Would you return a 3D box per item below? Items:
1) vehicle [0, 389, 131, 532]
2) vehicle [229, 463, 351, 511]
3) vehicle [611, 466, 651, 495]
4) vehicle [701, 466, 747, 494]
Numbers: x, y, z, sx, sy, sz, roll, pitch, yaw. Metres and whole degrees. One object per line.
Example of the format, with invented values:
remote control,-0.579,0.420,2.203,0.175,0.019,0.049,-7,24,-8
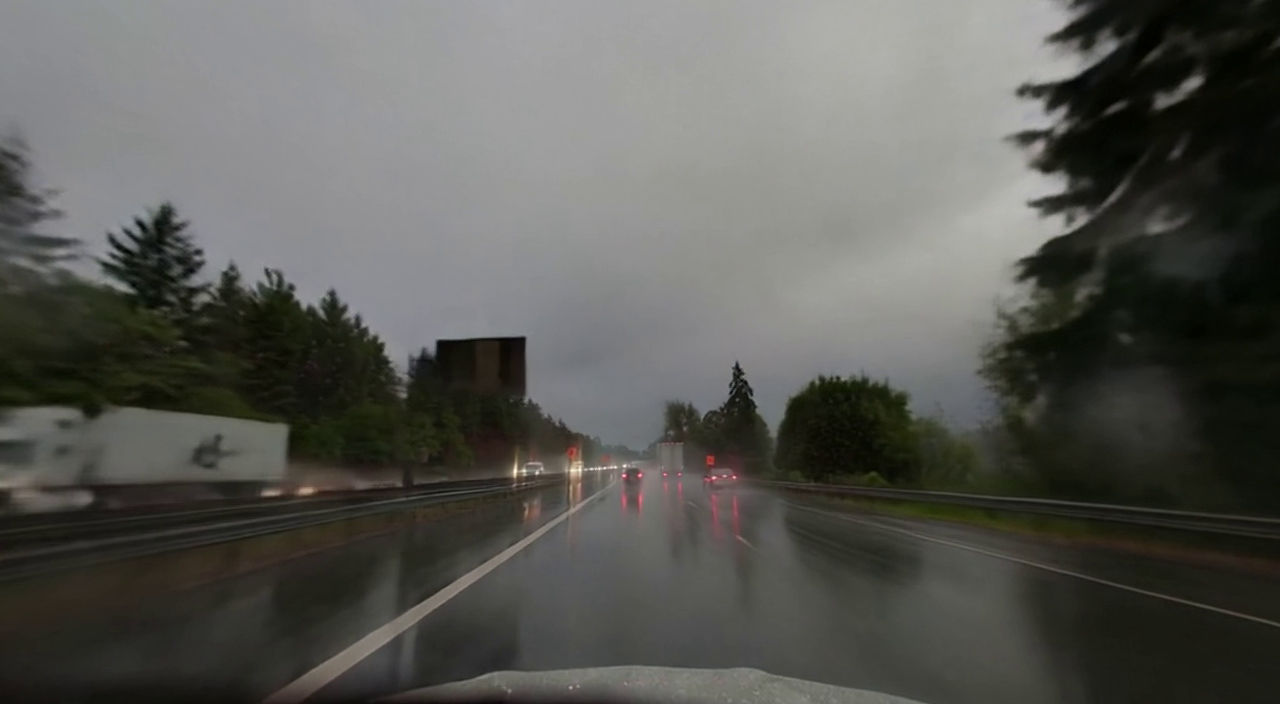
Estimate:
vehicle,-19.763,3.358,19.416,2.911,4.025,5.844,0,-10,0
vehicle,-12.518,4.832,22.934,1.889,1.535,4.380,0,-10,0
vehicle,-0.479,6.870,33.872,2.010,1.436,3.973,0,-10,-1
vehicle,4.739,7.325,36.157,1.897,1.476,4.334,1,-10,-2
